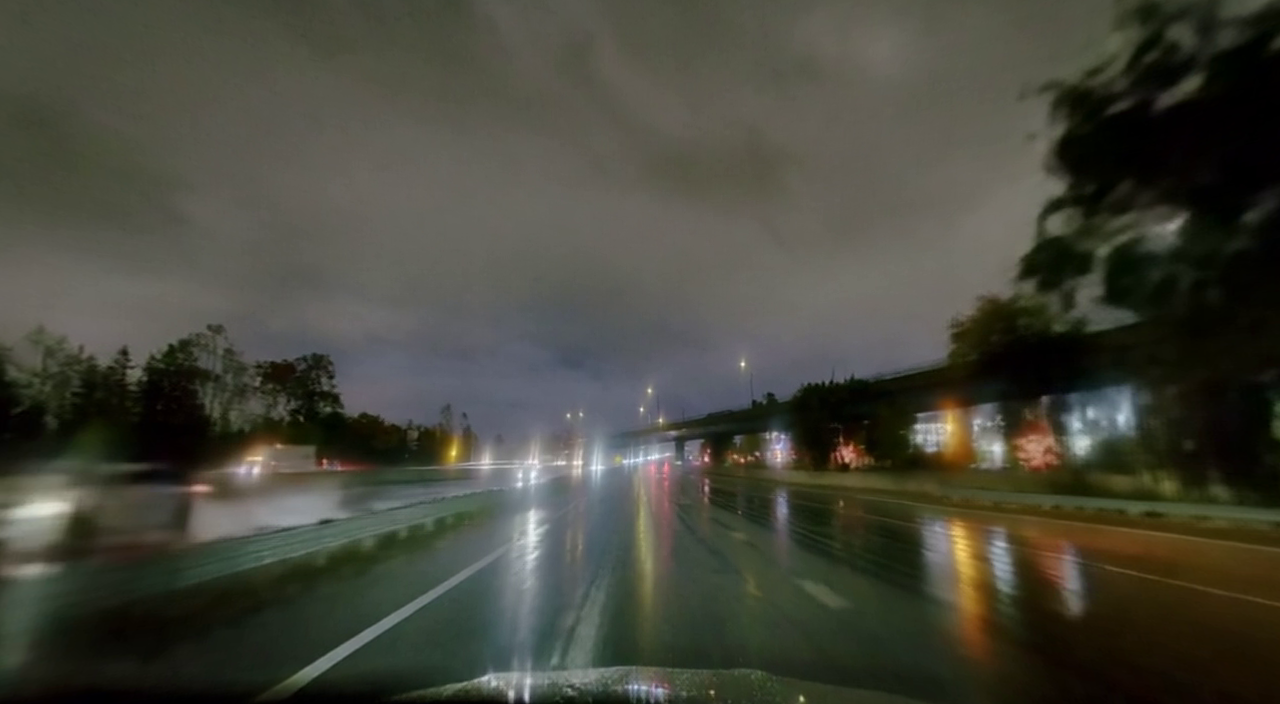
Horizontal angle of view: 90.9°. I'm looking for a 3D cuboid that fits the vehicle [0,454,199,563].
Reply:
[{"bbox_3d":[-9.265,2.360,10.007,1.772,1.400,3.693,1,-10,0],"label":"vehicle"}]
